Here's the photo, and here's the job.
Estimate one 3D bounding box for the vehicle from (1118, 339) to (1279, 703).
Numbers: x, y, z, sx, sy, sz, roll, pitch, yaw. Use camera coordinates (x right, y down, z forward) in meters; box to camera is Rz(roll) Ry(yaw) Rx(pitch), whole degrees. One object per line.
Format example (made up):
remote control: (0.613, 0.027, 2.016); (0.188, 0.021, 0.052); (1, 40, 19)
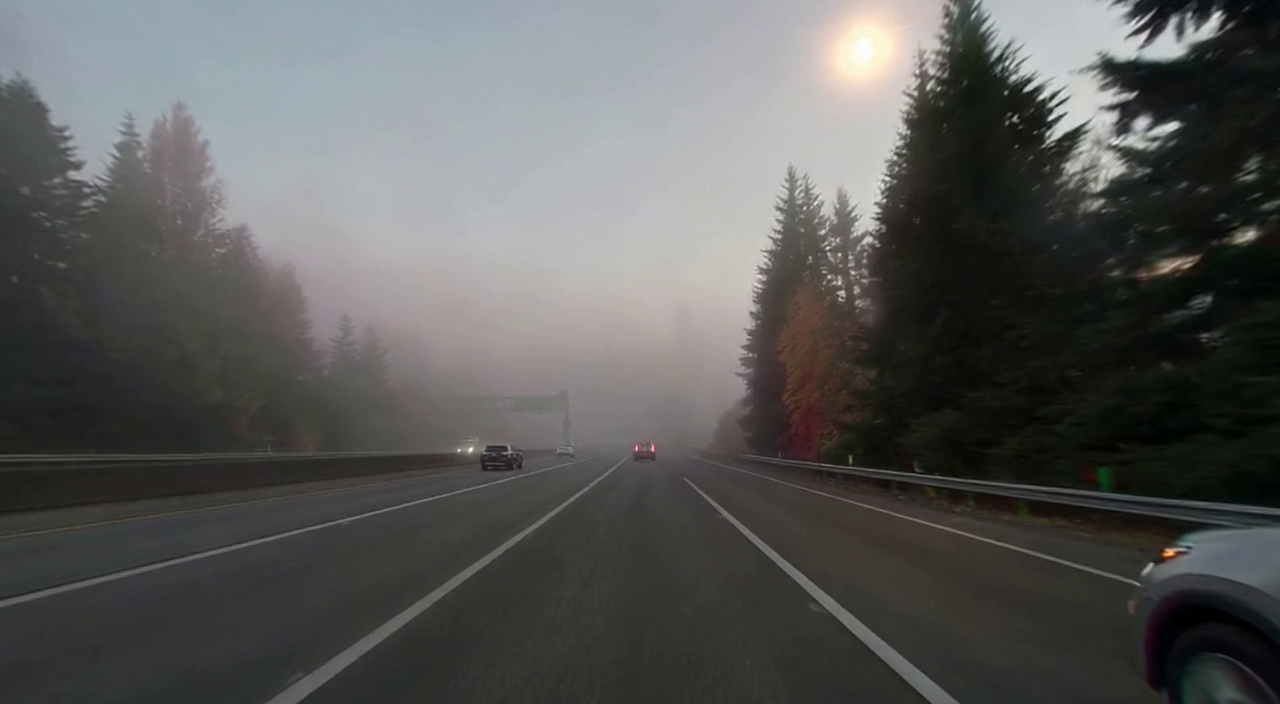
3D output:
vehicle: (3.357, 0.605, 0.837); (2.120, 1.706, 4.226); (0, -8, 1)

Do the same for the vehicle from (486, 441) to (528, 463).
vehicle: (-9.496, 7.164, 45.277); (1.965, 1.473, 4.313); (0, -8, 2)

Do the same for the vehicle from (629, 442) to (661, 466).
vehicle: (0.295, 6.608, 40.943); (1.985, 1.450, 4.266); (0, -8, 0)
